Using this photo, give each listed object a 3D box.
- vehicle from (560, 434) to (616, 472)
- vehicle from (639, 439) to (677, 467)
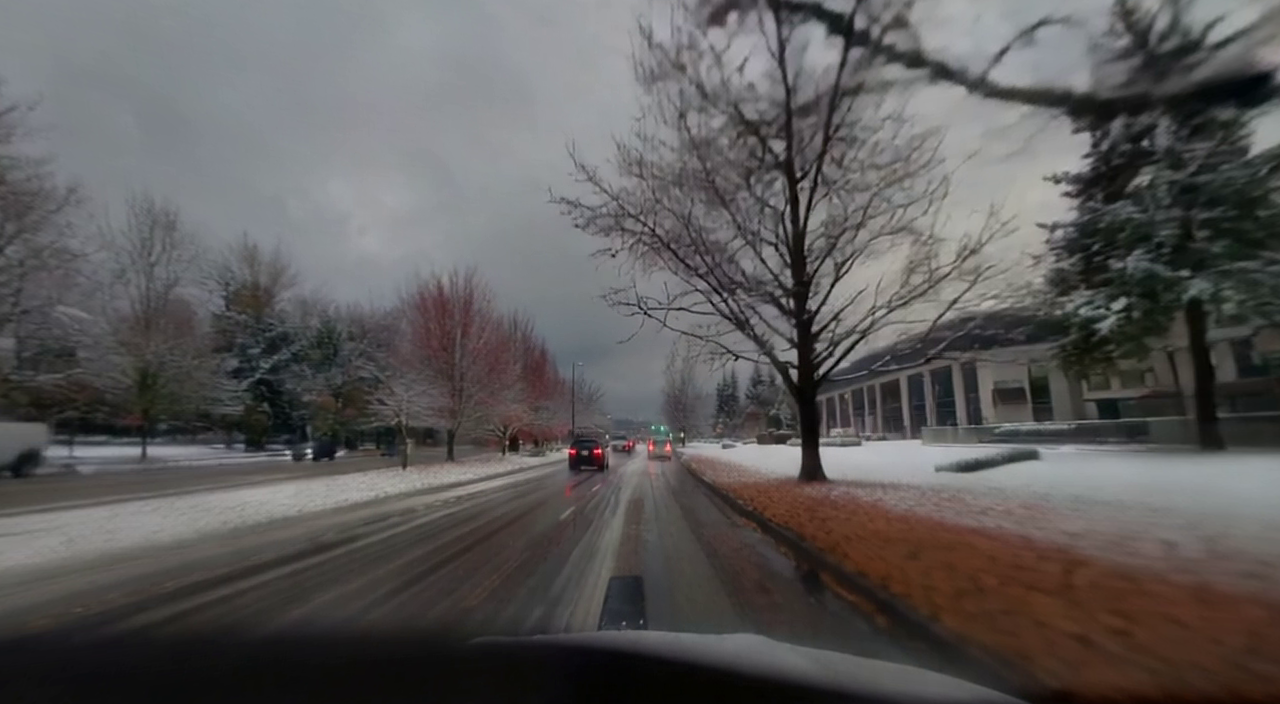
[{"bbox_3d":[-2.404,4.834,30.335,2.197,1.709,4.069,0,-8,2],"label":"vehicle"},{"bbox_3d":[1.011,5.631,35.343,2.040,1.493,3.682,0,-8,1],"label":"vehicle"}]
